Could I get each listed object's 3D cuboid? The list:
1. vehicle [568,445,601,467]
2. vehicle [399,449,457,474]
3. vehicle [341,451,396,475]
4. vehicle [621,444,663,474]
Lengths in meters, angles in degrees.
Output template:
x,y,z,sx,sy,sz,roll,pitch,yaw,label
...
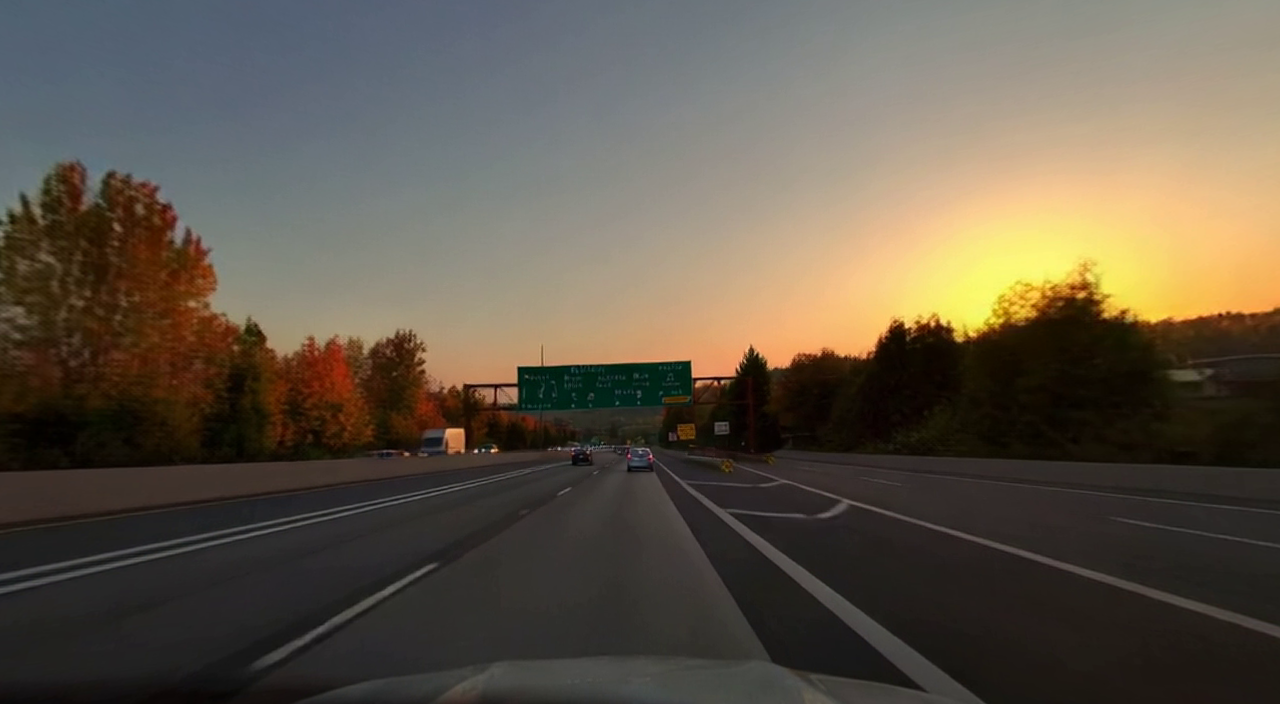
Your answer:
x,y,z,sx,sy,sz,roll,pitch,yaw,label
-3.853,7.273,44.211,1.877,1.504,3.799,0,-9,1,vehicle
-12.992,6.725,38.886,1.942,1.438,4.458,0,-9,2,vehicle
-17.621,7.180,41.096,1.803,1.464,3.889,0,-9,1,vehicle
0.065,5.492,32.425,2.002,1.449,3.612,0,-9,-1,vehicle
